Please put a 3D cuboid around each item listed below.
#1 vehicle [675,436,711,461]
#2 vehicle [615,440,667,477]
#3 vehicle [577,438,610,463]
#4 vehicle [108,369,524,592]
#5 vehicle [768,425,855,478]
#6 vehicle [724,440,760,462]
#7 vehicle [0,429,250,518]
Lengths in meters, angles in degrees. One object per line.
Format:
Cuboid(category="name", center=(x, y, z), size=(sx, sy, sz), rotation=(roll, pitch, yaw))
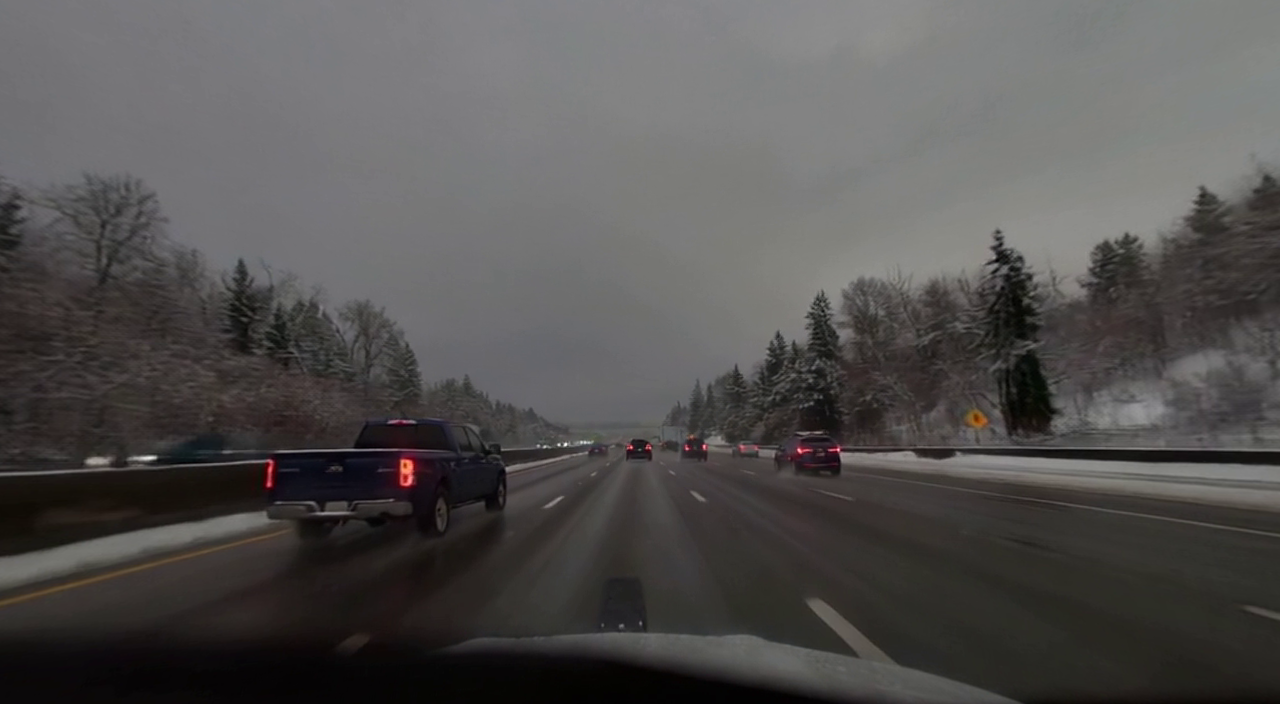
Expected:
Cuboid(category="vehicle", center=(3.944, 7.360, 48.076), size=(2.272, 1.803, 5.416), rotation=(0, -9, 0))
Cuboid(category="vehicle", center=(0.030, 4.575, 27.383), size=(2.071, 1.464, 4.162), rotation=(0, -9, 0))
Cuboid(category="vehicle", center=(-3.385, 7.301, 46.762), size=(2.140, 1.720, 4.410), rotation=(0, -9, 0))
Cuboid(category="vehicle", center=(-3.435, 1.583, 8.588), size=(2.487, 1.979, 5.742), rotation=(-1, -9, 2))
Cuboid(category="vehicle", center=(6.840, 4.063, 25.796), size=(2.094, 1.916, 5.099), rotation=(0, -9, 0))
Cuboid(category="vehicle", center=(7.288, 7.138, 45.479), size=(1.894, 1.511, 4.148), rotation=(0, -9, -1))
Cuboid(category="vehicle", center=(-13.023, 2.975, 16.126), size=(2.384, 1.827, 5.905), rotation=(0, -9, -1))
